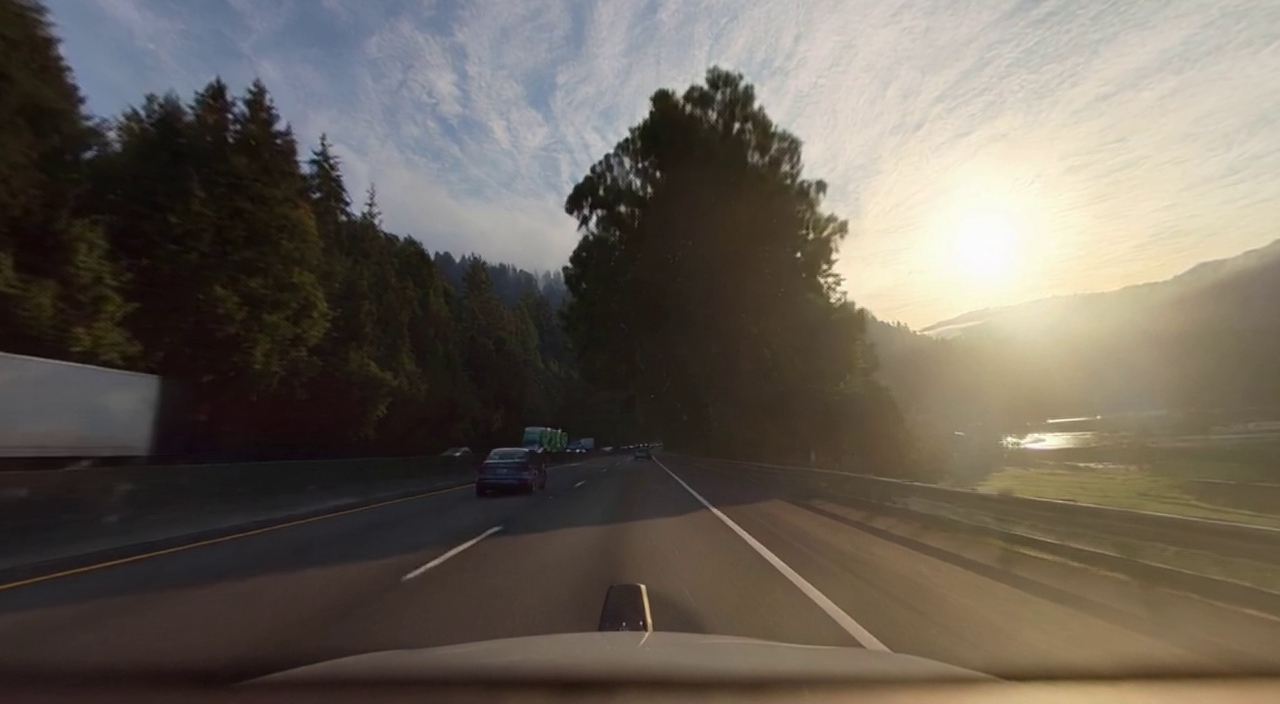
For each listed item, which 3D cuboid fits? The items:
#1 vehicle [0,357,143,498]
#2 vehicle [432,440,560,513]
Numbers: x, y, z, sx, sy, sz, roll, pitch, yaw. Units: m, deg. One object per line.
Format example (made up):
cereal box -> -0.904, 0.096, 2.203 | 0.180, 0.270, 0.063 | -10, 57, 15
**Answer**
vehicle -> -17.083, 1.723, 14.640 | 2.902, 3.412, 9.823 | 0, -9, 1
vehicle -> -3.306, 2.962, 15.500 | 1.969, 1.505, 4.636 | 0, -9, 1
